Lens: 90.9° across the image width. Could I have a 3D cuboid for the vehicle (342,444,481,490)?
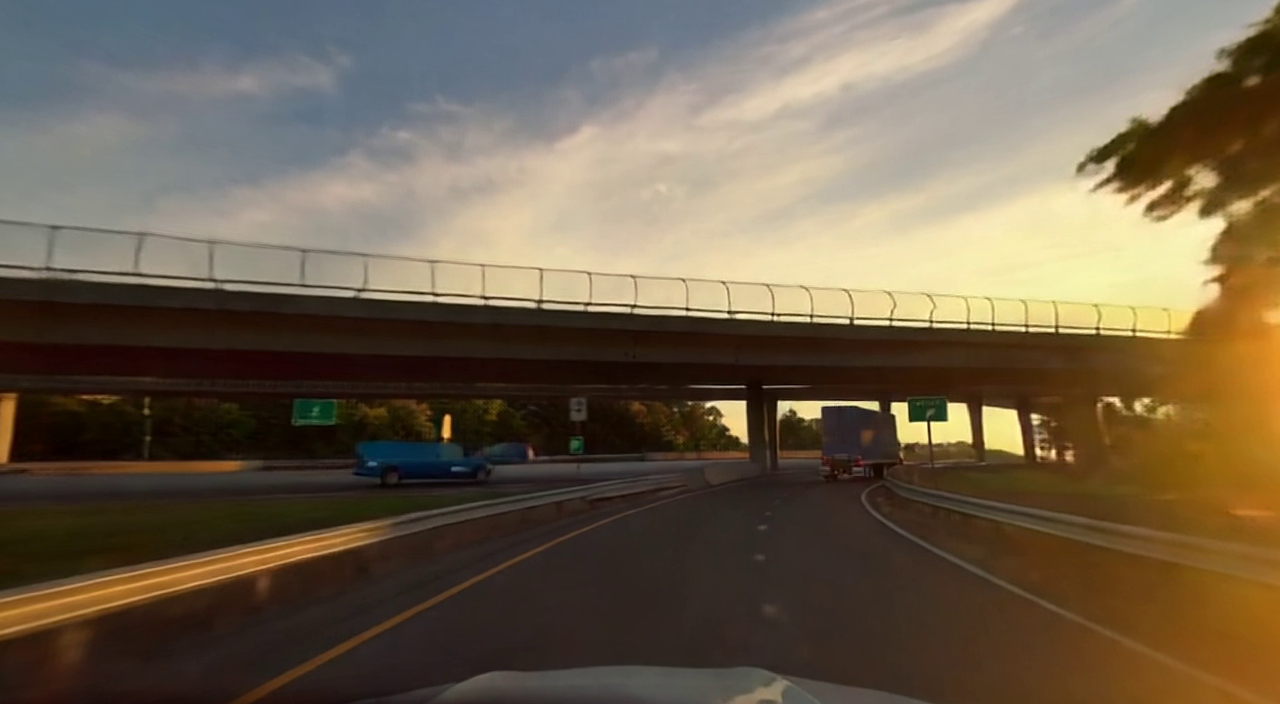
[{"bbox_3d":[-7.869,3.951,21.924,1.940,1.444,4.024,-9,-13,44],"label":"vehicle"}]
